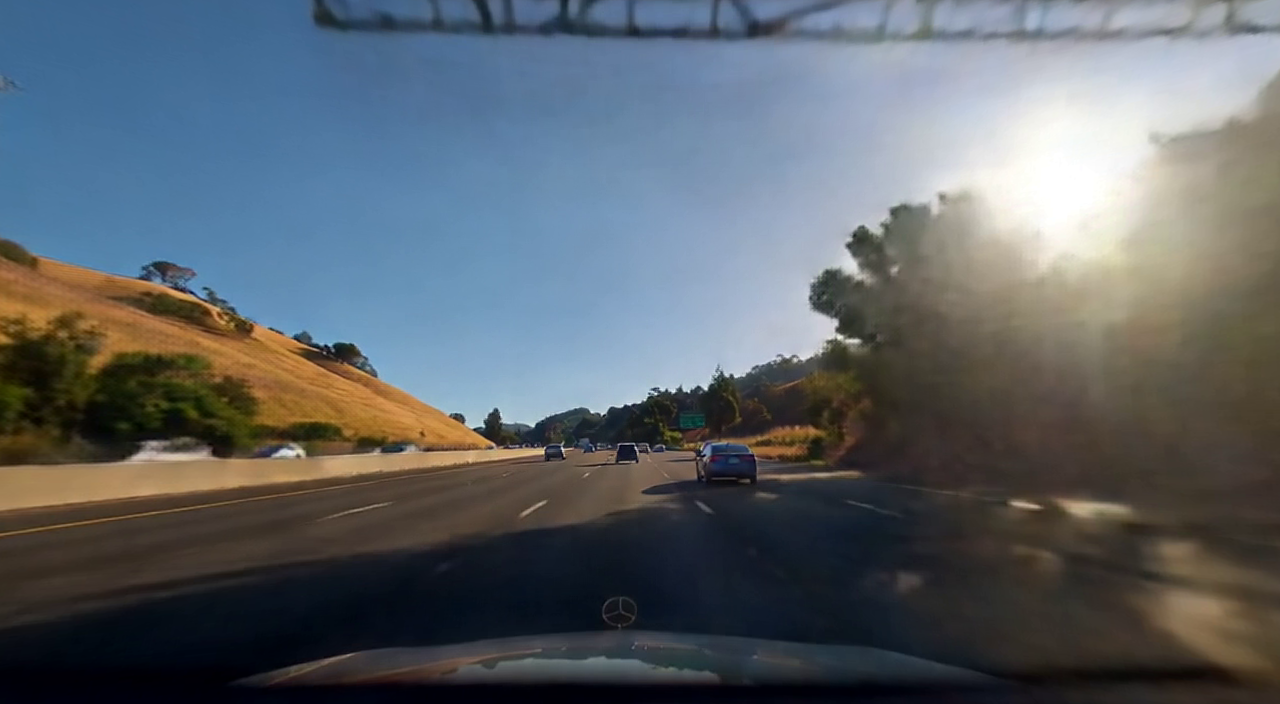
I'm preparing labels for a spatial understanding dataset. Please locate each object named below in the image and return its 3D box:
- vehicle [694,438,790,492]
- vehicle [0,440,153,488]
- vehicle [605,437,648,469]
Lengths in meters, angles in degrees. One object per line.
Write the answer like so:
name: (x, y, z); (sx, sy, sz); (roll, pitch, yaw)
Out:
vehicle: (3.055, 3.504, 19.992); (2.120, 1.492, 4.734); (0, -8, -2)
vehicle: (-21.892, 4.275, 24.659); (2.198, 1.652, 4.448); (0, -8, -1)
vehicle: (-0.722, 5.665, 35.598); (2.277, 1.675, 4.023); (0, -8, -1)
